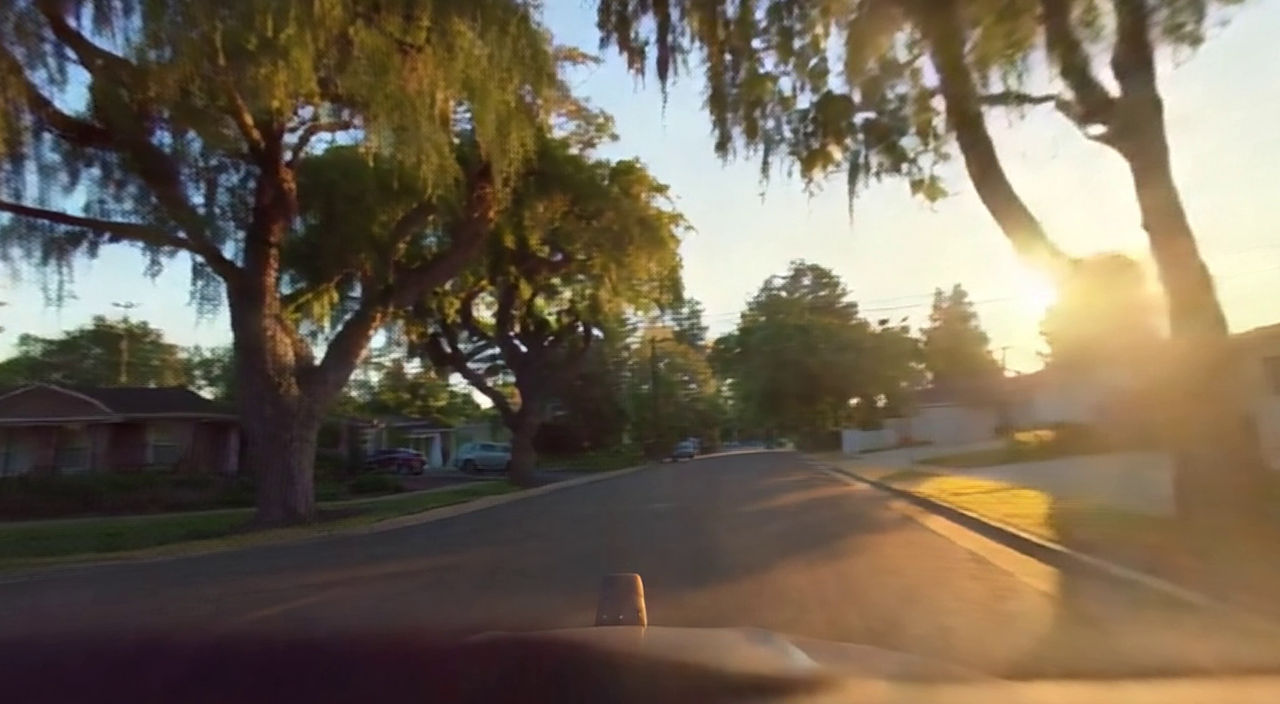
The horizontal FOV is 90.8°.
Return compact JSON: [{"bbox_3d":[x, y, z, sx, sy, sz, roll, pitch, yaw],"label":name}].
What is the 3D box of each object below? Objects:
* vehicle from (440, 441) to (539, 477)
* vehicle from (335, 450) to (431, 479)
[{"bbox_3d":[-7.740,5.539,32.782,4.559,1.745,1.918,-2,-8,9],"label":"vehicle"},{"bbox_3d":[-13.958,6.091,34.372,4.531,1.470,1.855,-2,-9,13],"label":"vehicle"}]
